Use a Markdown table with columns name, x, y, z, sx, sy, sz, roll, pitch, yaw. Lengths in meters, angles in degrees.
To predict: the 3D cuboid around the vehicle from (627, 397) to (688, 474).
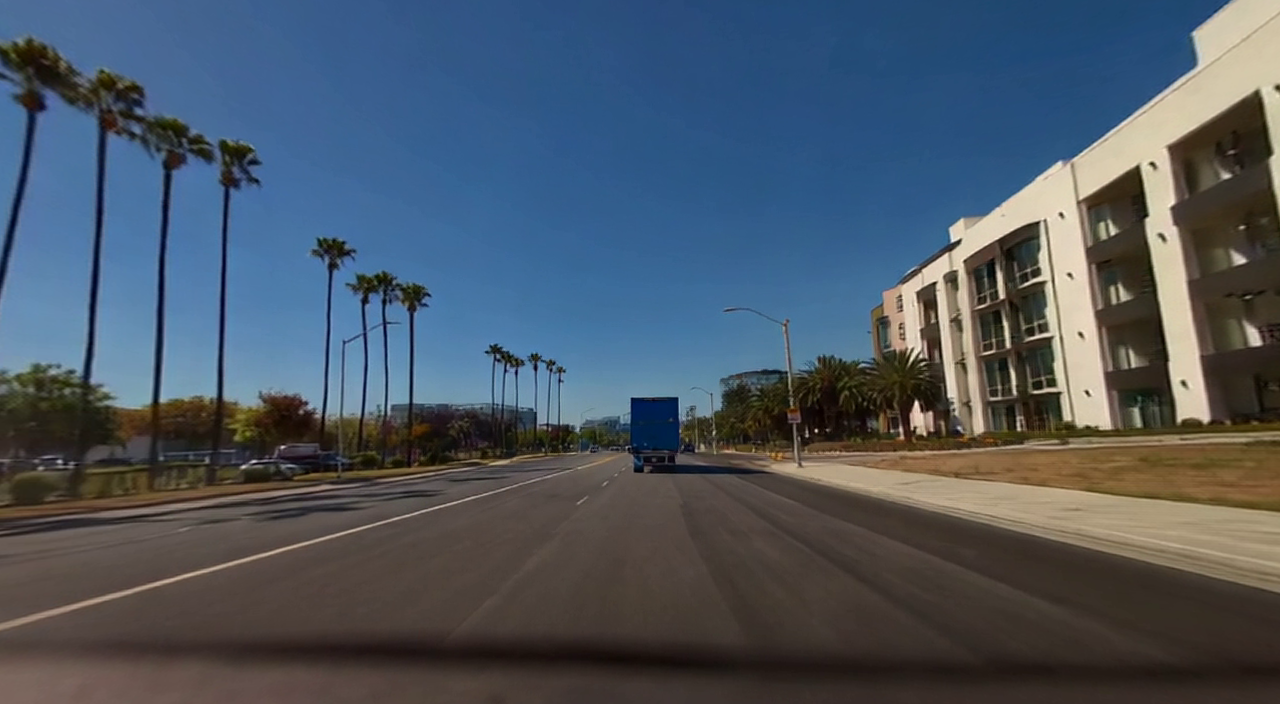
| name | x | y | z | sx | sy | sz | roll | pitch | yaw |
| --- | --- | --- | --- | --- | --- | --- | --- | --- | --- |
| vehicle | 0.780 | 5.170 | 38.212 | 2.992 | 3.949 | 11.815 | 0 | -9 | -2 |

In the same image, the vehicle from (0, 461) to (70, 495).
| name | x | y | z | sx | sy | sz | roll | pitch | yaw |
| --- | --- | --- | --- | --- | --- | --- | --- | --- | --- |
| vehicle | -33.756 | 6.828 | 33.895 | 4.128 | 1.603 | 1.853 | -3 | -9 | 1 |

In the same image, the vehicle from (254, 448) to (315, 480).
| name | x | y | z | sx | sy | sz | roll | pitch | yaw |
| --- | --- | --- | --- | --- | --- | --- | --- | --- | --- |
| vehicle | -24.723 | 7.801 | 43.835 | 1.715 | 2.103 | 3.719 | -1 | -9 | 7 |
